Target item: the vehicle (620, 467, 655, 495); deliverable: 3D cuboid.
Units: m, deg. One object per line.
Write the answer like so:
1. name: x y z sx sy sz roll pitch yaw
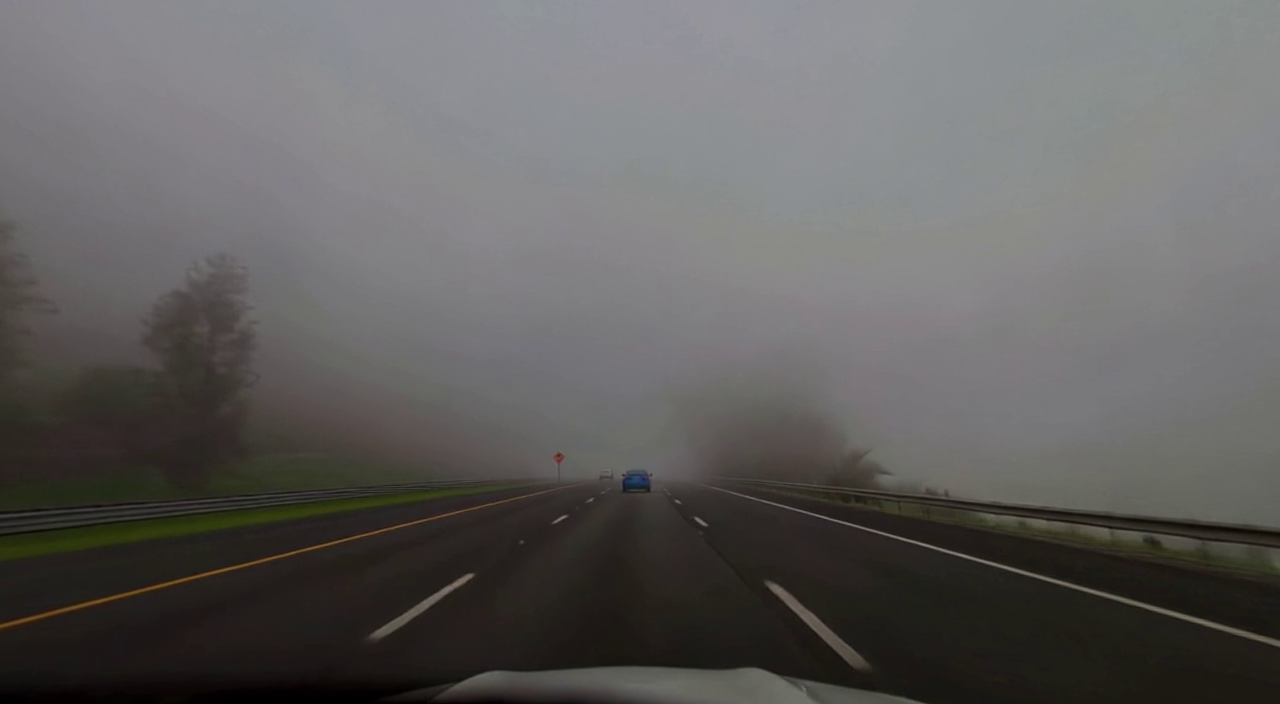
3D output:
1. vehicle: -0.145 7.707 37.938 2.016 1.530 4.009 1 -11 0
